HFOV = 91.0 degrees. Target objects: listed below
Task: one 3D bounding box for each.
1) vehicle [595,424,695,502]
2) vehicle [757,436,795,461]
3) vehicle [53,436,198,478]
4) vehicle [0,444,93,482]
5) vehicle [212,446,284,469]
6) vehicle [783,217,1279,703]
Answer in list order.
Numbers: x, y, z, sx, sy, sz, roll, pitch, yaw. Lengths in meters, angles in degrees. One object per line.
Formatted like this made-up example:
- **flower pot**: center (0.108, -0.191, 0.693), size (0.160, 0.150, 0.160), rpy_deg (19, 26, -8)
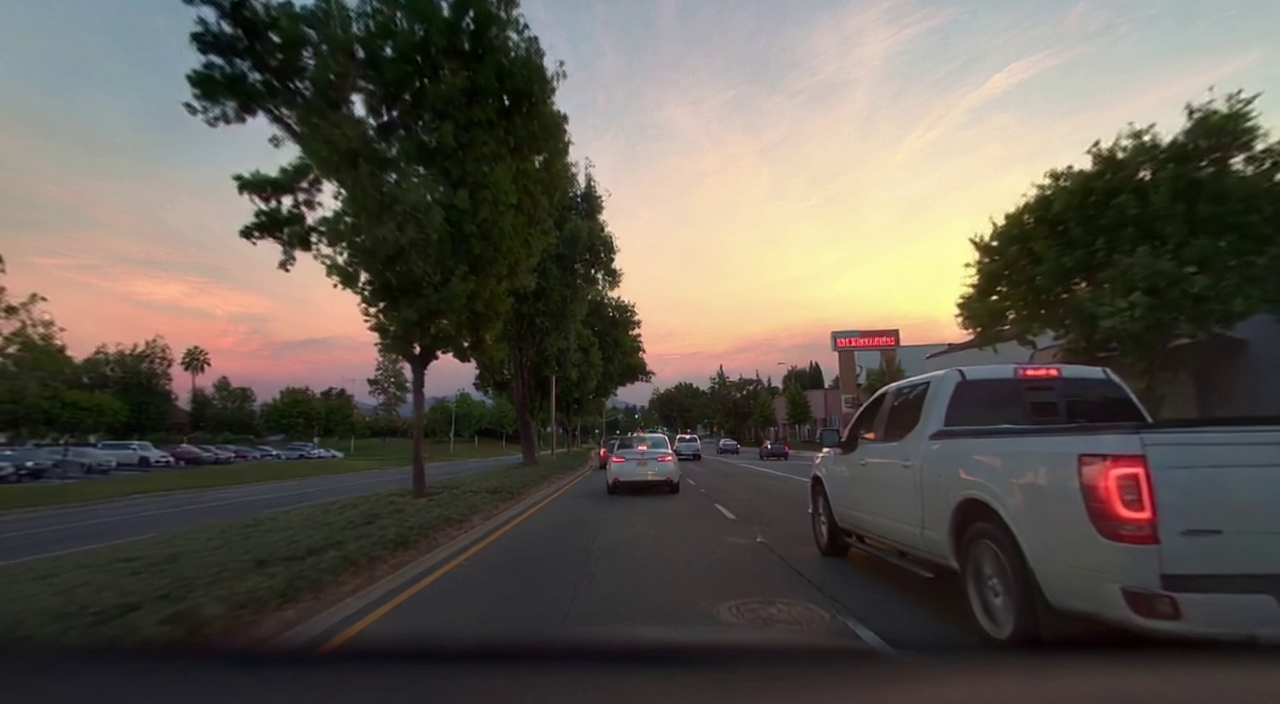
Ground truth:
- **vehicle**: center (0.096, 2.692, 15.587), size (2.145, 1.650, 4.021), rpy_deg (0, -9, 0)
- **vehicle**: center (9.140, 6.539, 42.595), size (2.091, 1.612, 4.121), rpy_deg (-1, -9, 6)
- **vehicle**: center (-32.285, 6.644, 40.049), size (2.664, 2.215, 7.903), rpy_deg (-3, -9, -1)
- **vehicle**: center (-27.625, 4.964, 28.282), size (4.225, 1.555, 1.852), rpy_deg (1, -8, -2)
- **vehicle**: center (-28.191, 7.594, 45.320), size (3.894, 1.527, 1.872), rpy_deg (-1, -10, -1)
- **vehicle**: center (3.295, 0.998, 5.162), size (2.731, 2.101, 6.047), rpy_deg (0, -9, -1)
